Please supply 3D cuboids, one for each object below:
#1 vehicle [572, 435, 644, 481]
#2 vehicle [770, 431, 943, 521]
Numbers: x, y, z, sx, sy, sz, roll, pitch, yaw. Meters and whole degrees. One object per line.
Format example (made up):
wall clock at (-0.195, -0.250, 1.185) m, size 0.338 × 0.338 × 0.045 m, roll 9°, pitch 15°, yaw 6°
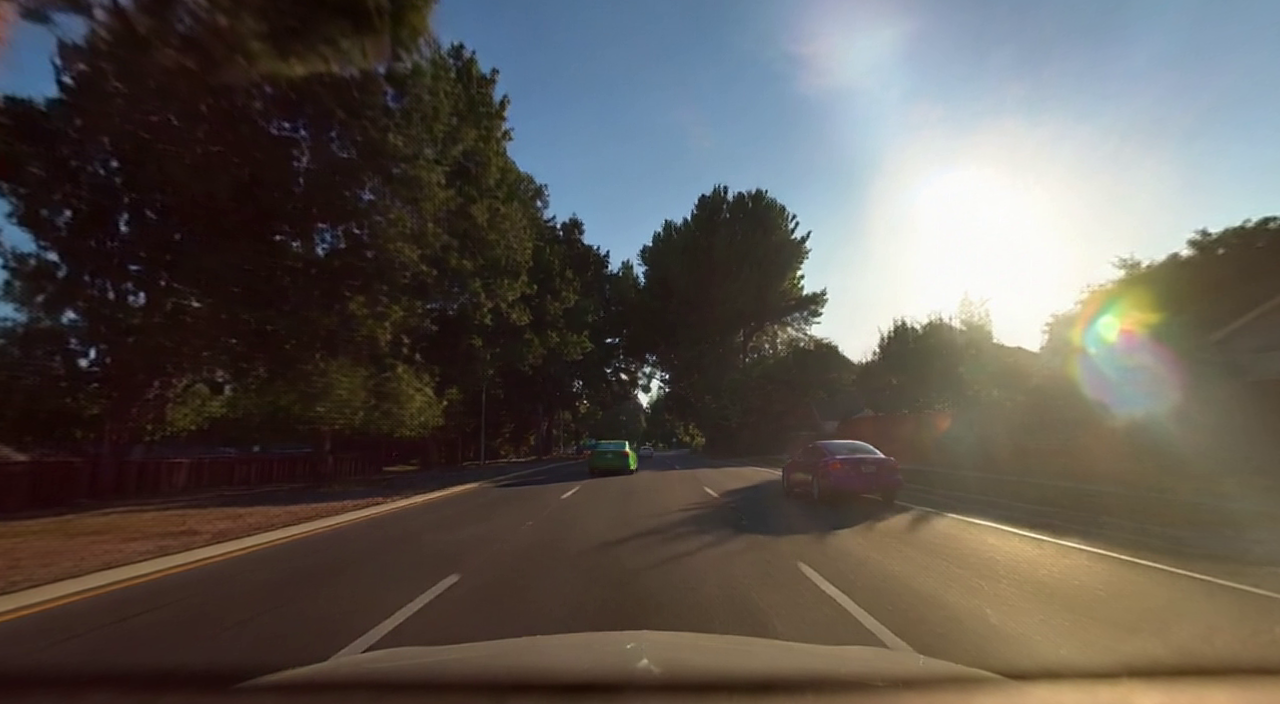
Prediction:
vehicle at (-1.084, 3.967, 23.974) m, size 2.206 × 1.525 × 4.695 m, roll -2°, pitch -8°, yaw 3°
vehicle at (4.174, 2.424, 13.056) m, size 1.943 × 1.471 × 4.515 m, roll -1°, pitch -8°, yaw 0°
